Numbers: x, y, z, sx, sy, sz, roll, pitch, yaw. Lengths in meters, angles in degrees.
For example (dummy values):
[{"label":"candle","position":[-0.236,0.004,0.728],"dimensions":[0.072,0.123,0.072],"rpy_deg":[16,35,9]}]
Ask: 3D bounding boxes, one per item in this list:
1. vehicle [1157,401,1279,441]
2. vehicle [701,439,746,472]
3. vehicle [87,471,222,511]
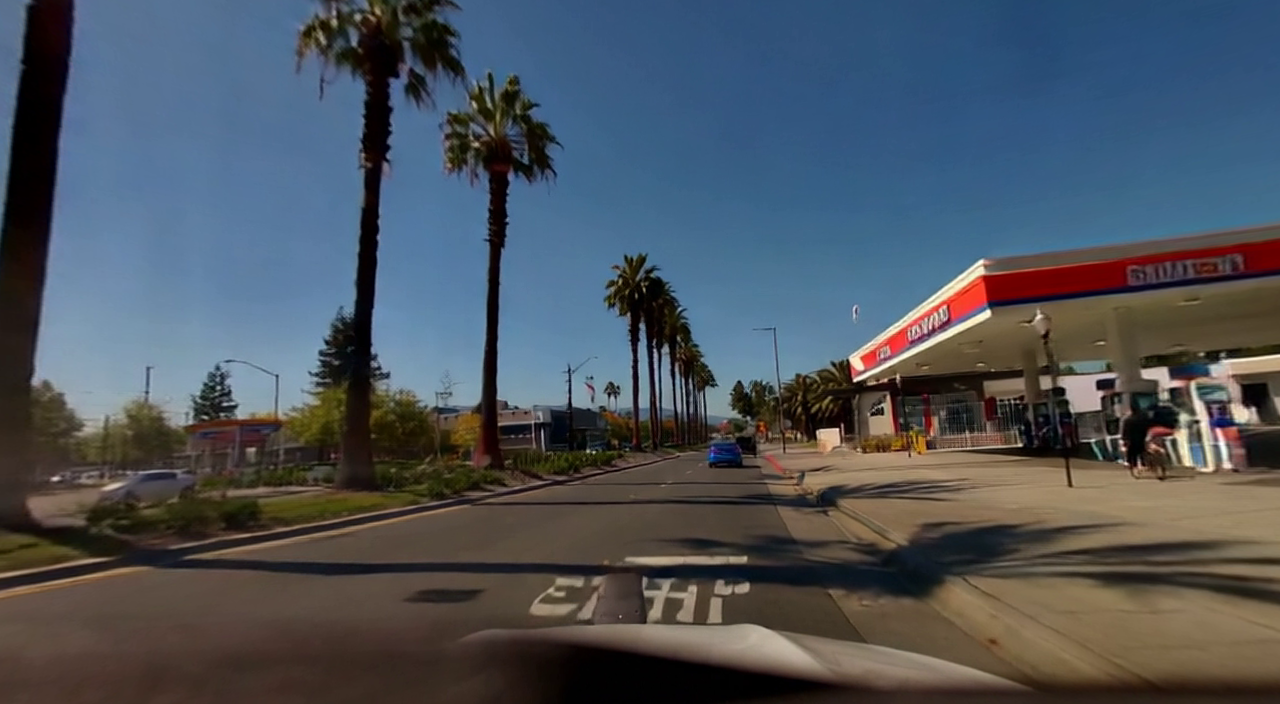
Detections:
[{"label":"vehicle","position":[29.223,3.492,31.536],"dimensions":[4.513,1.657,2.002],"rpy_deg":[-6,-10,15]},{"label":"vehicle","position":[4.329,5.264,32.156],"dimensions":[2.050,1.509,4.148],"rpy_deg":[-2,-9,10]},{"label":"vehicle","position":[-21.219,6.062,27.799],"dimensions":[1.825,1.441,4.656],"rpy_deg":[-1,-9,9]}]
